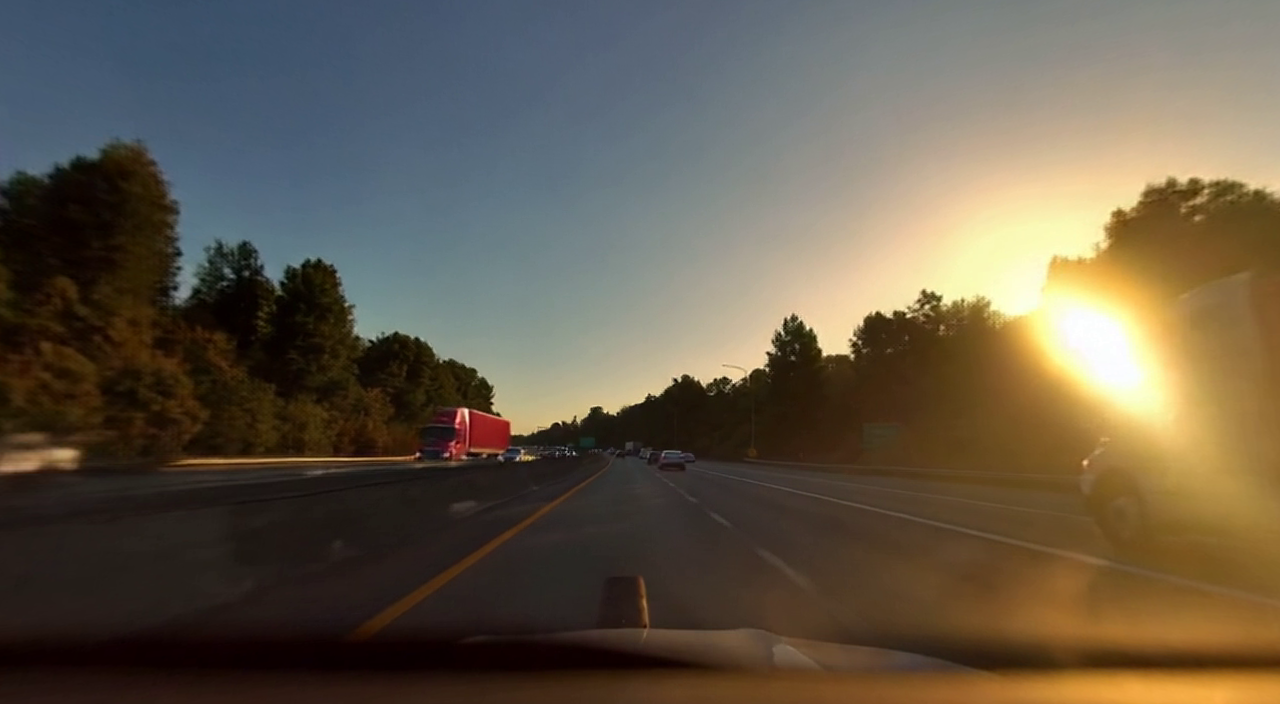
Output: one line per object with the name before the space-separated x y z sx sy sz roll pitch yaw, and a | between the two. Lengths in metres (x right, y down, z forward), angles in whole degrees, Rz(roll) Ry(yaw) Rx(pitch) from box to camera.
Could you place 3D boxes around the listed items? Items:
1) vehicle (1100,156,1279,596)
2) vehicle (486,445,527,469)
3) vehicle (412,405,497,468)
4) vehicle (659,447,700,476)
vehicle | 7.099 0.048 4.526 2.941 3.837 5.946 0 -9 1
vehicle | -8.436 6.651 40.184 1.830 1.438 3.678 0 -9 0
vehicle | -13.004 6.187 45.471 2.947 3.956 11.078 0 -9 -1
vehicle | 2.298 6.492 37.445 2.111 1.599 3.859 0 -9 -1
